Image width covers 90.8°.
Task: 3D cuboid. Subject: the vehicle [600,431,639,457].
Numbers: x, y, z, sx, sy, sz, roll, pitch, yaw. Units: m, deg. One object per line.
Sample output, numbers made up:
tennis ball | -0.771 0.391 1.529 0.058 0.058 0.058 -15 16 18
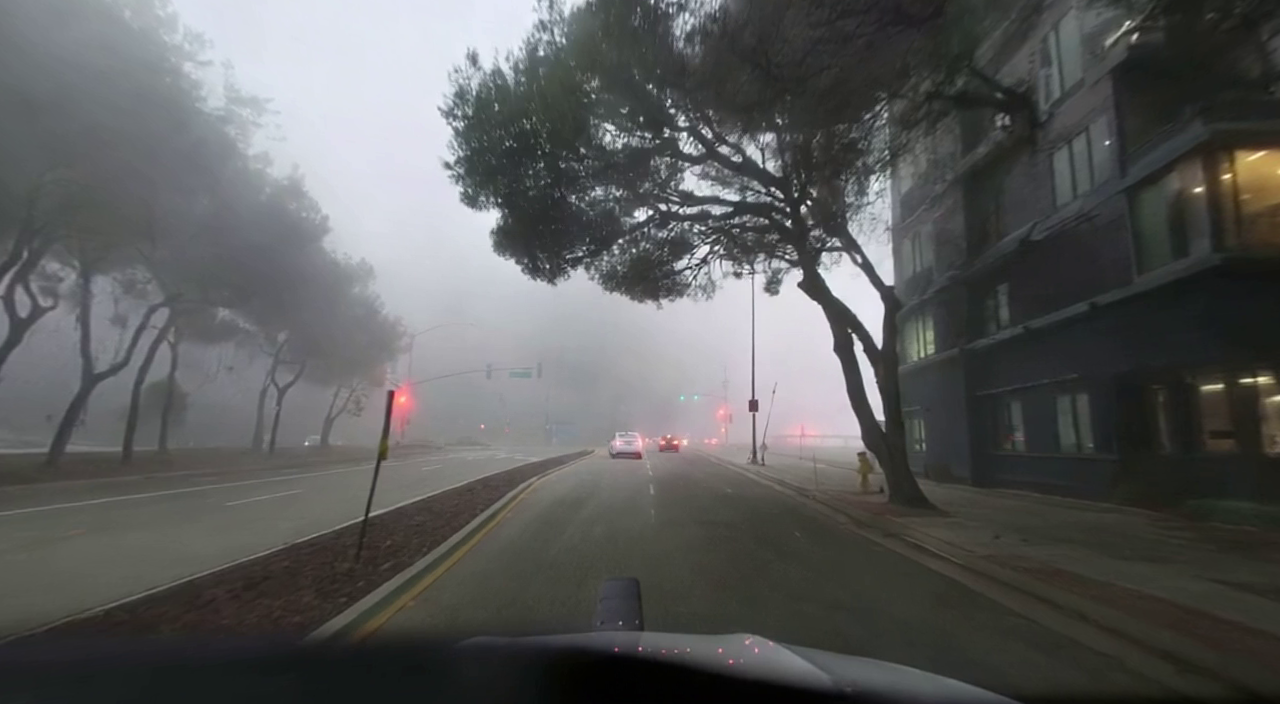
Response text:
vehicle | -1.205 5.690 38.975 2.173 1.479 4.264 0 -9 2
